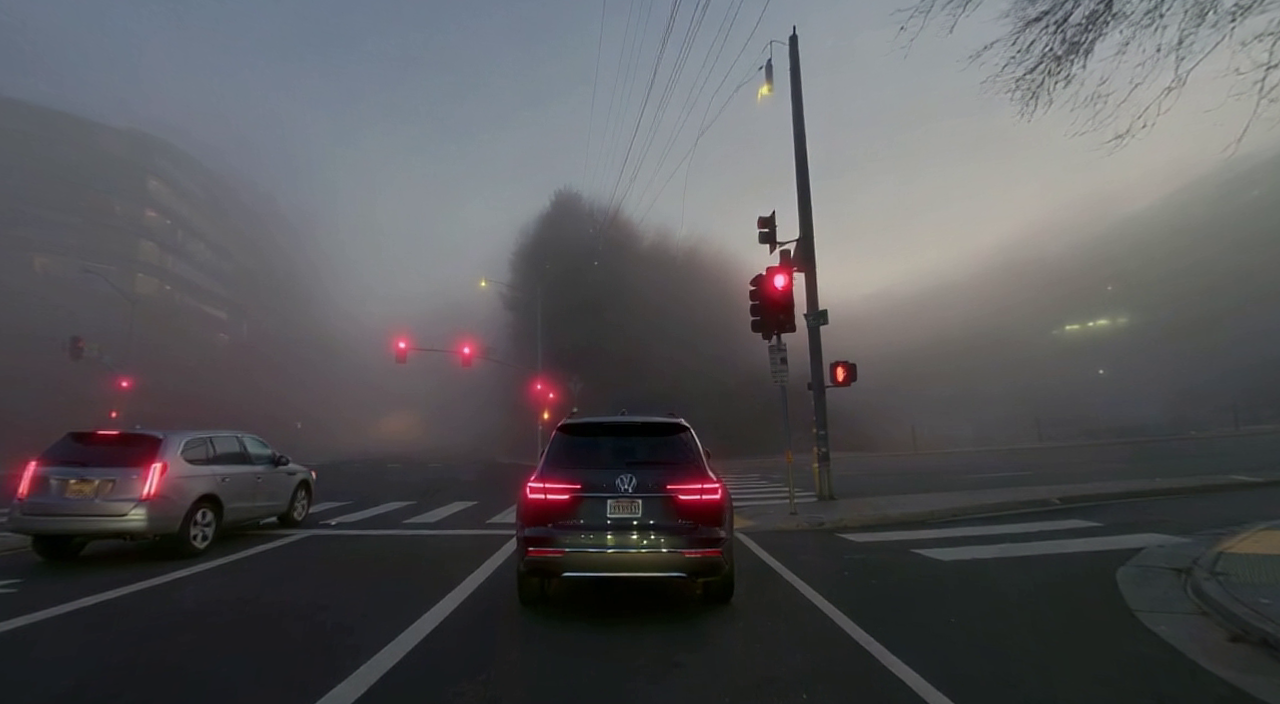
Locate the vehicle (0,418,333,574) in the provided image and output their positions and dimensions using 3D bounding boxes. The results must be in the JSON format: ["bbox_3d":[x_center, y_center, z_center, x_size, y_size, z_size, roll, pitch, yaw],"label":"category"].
[{"bbox_3d":[-6.397,1.901,9.121,2.020,1.695,4.187,1,-9,-5],"label":"vehicle"}]

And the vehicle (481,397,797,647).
[{"bbox_3d":[-0.150,1.459,6.444,2.154,1.670,4.140,0,-9,-4],"label":"vehicle"}]
